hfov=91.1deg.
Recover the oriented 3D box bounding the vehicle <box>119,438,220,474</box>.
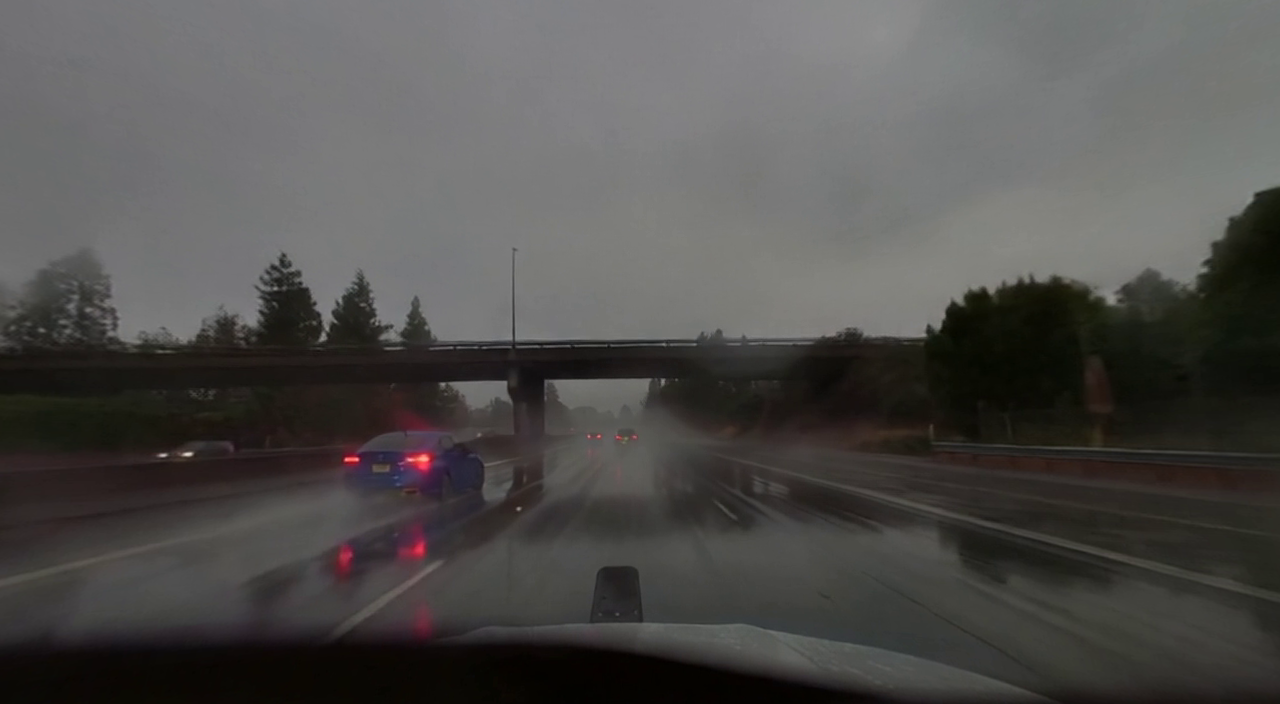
[{"bbox_3d":[-28.346,6.242,38.161,2.072,1.947,5.220,0,-8,0],"label":"vehicle"}]

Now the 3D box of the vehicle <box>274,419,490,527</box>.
[{"bbox_3d":[-4.275,2.052,11.394,2.017,1.537,4.496,0,-8,0],"label":"vehicle"}]

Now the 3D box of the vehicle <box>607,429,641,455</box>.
[{"bbox_3d":[-1.026,5.890,41.299,2.116,1.625,4.004,0,-8,0],"label":"vehicle"}]
